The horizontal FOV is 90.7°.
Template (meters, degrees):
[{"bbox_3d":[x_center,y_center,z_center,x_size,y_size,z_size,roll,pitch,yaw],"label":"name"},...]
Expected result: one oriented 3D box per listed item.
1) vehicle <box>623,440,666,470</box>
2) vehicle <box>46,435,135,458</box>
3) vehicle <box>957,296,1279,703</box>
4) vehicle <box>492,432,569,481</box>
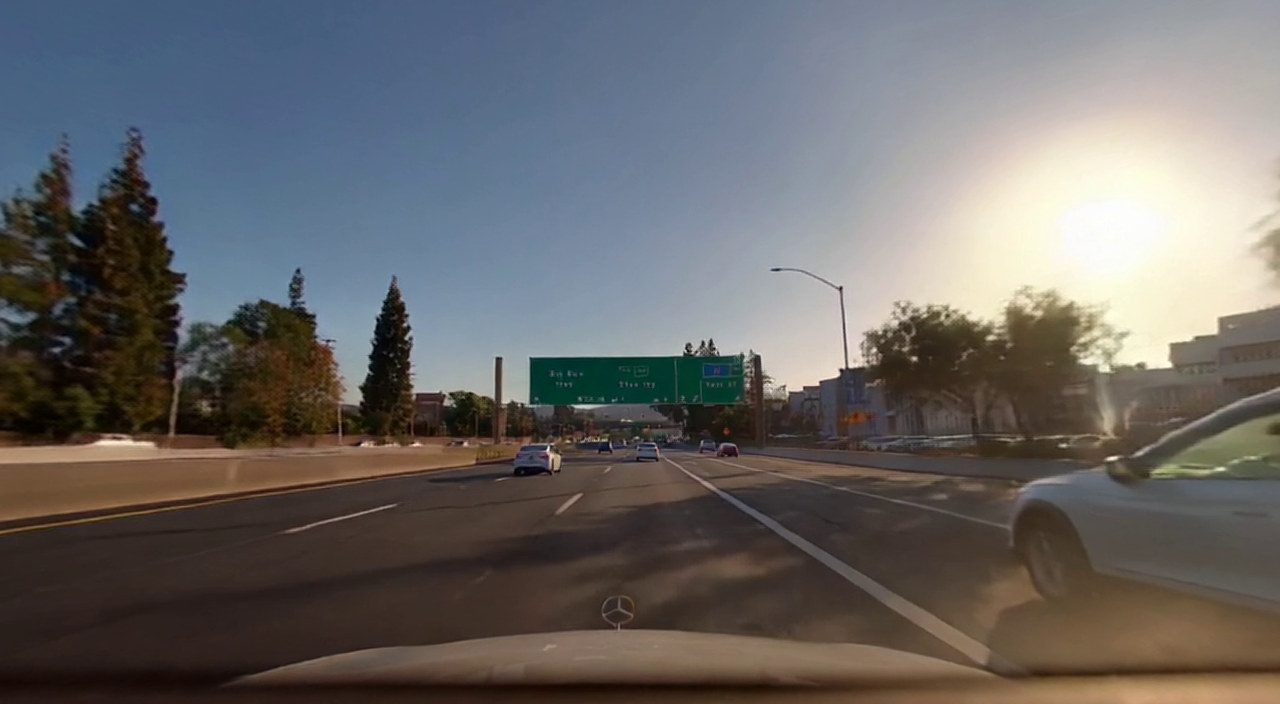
[{"bbox_3d":[0.218,5.487,33.855,2.146,1.485,4.332,0,-9,0],"label":"vehicle"},{"bbox_3d":[-41.979,7.256,48.553,2.019,1.695,5.538,0,-9,-1],"label":"vehicle"},{"bbox_3d":[3.642,0.678,2.073,2.463,1.851,5.122,0,-8,-1],"label":"vehicle"},{"bbox_3d":[-4.154,4.059,24.759,2.260,1.706,4.177,0,-8,0],"label":"vehicle"}]
